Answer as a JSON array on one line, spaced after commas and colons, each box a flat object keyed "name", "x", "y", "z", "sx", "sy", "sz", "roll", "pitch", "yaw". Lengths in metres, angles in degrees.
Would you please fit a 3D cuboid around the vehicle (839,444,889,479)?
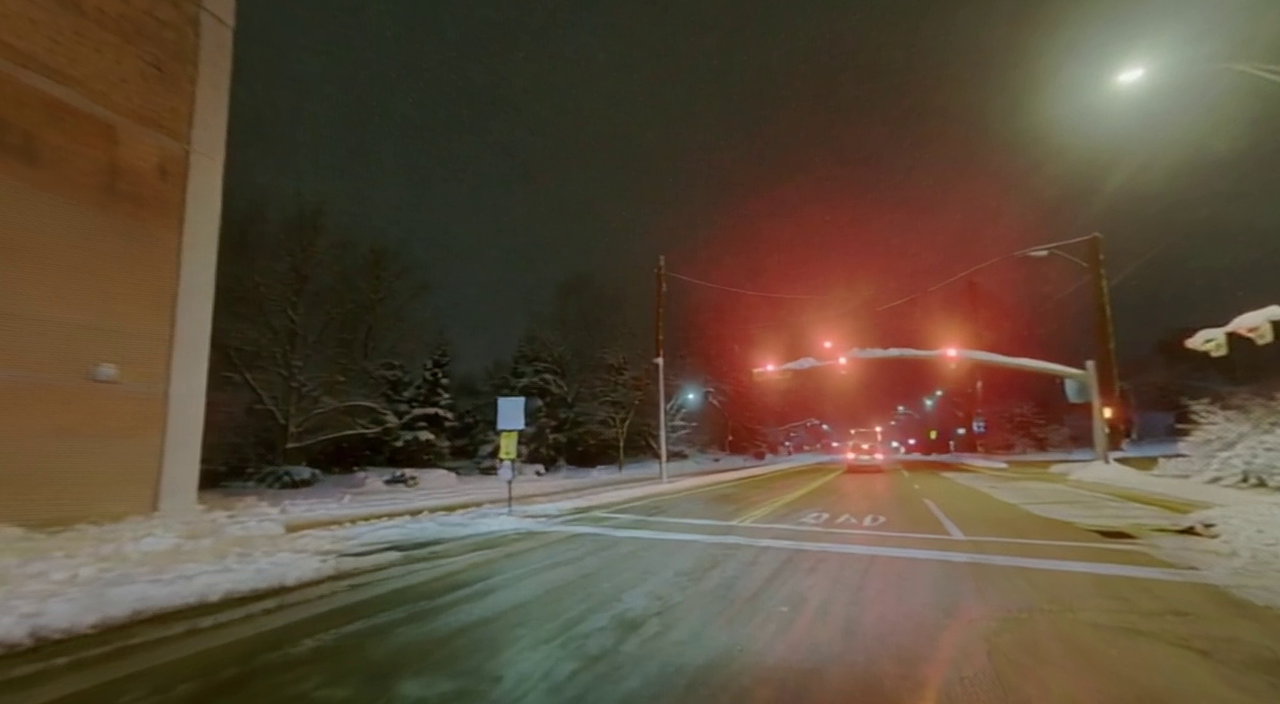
[{"name": "vehicle", "x": 11.625, "y": 5.594, "z": 32.614, "sx": 2.218, "sy": 1.657, "sz": 4.551, "roll": -3, "pitch": -9, "yaw": 21}]
